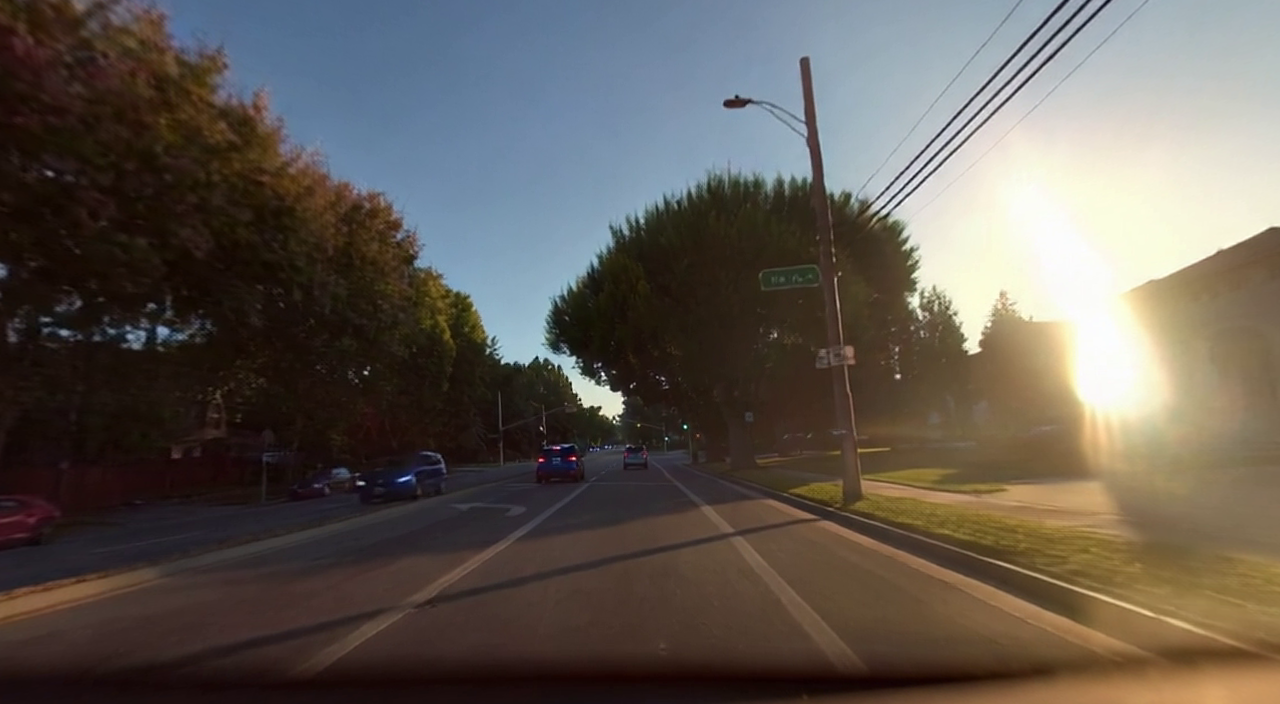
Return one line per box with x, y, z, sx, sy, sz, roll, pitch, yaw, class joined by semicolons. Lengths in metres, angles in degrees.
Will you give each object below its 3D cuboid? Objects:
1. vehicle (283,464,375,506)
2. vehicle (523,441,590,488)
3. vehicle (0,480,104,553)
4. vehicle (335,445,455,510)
-14.439;6.157;29.613;1.880;1.476;4.715;-7;-9;0;vehicle
-3.399;4.659;26.534;2.097;1.755;4.336;-1;-9;2;vehicle
-14.614;3.738;13.787;1.874;1.392;4.633;-7;-9;-1;vehicle
-7.906;4.044;20.917;2.084;1.731;4.595;-4;-9;1;vehicle
